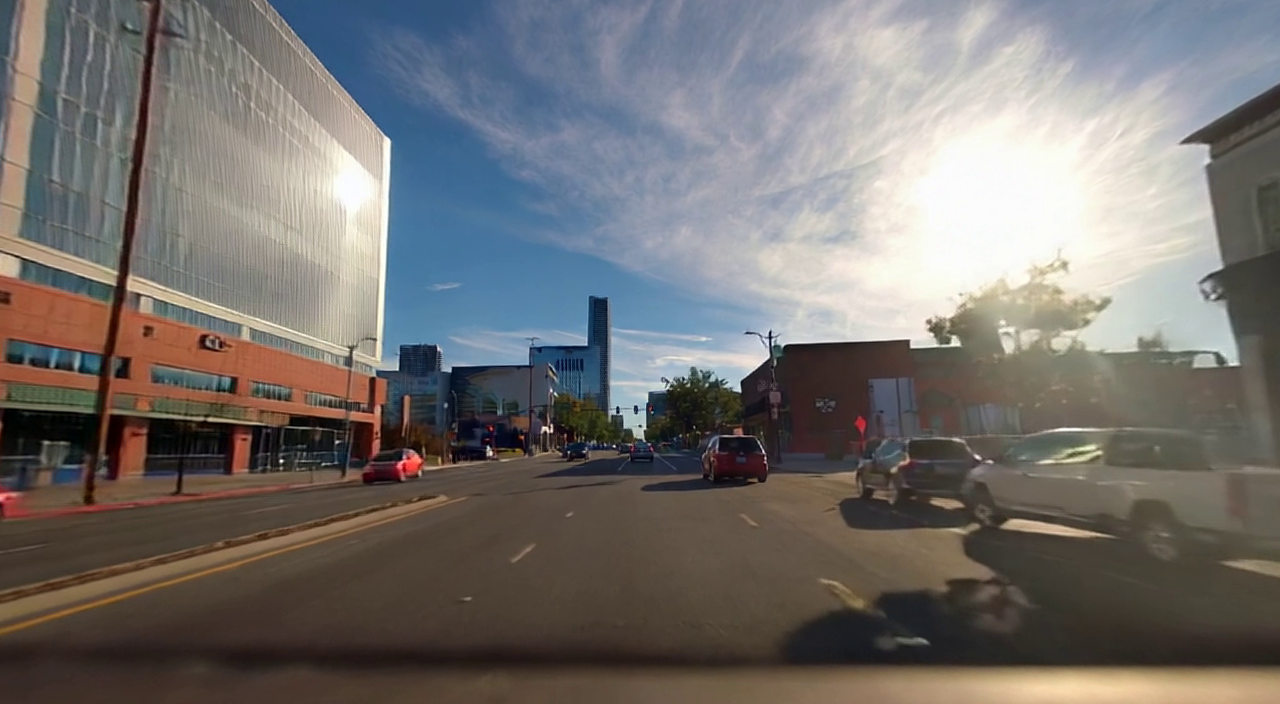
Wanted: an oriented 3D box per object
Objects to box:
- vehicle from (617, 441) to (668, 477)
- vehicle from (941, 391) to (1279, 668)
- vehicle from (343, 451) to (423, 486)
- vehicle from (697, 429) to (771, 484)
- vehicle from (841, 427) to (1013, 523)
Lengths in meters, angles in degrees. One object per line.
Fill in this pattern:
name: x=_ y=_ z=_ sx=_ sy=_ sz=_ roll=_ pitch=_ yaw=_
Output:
vehicle: x=0.145 y=5.064 z=30.008 sx=2.245 sy=1.587 sz=4.094 roll=0 pitch=-9 yaw=1
vehicle: x=6.805 y=1.795 z=8.477 sx=2.440 sy=2.204 sz=6.276 roll=-7 pitch=-6 yaw=2
vehicle: x=-12.299 y=5.578 z=30.509 sx=2.023 sy=1.496 sz=4.529 roll=0 pitch=-9 yaw=-1
vehicle: x=3.611 y=4.119 z=25.074 sx=2.159 sy=1.938 sz=4.836 roll=0 pitch=-9 yaw=0
vehicle: x=6.717 y=2.935 z=15.491 sx=2.056 sy=1.877 sz=4.597 roll=-3 pitch=-9 yaw=1
